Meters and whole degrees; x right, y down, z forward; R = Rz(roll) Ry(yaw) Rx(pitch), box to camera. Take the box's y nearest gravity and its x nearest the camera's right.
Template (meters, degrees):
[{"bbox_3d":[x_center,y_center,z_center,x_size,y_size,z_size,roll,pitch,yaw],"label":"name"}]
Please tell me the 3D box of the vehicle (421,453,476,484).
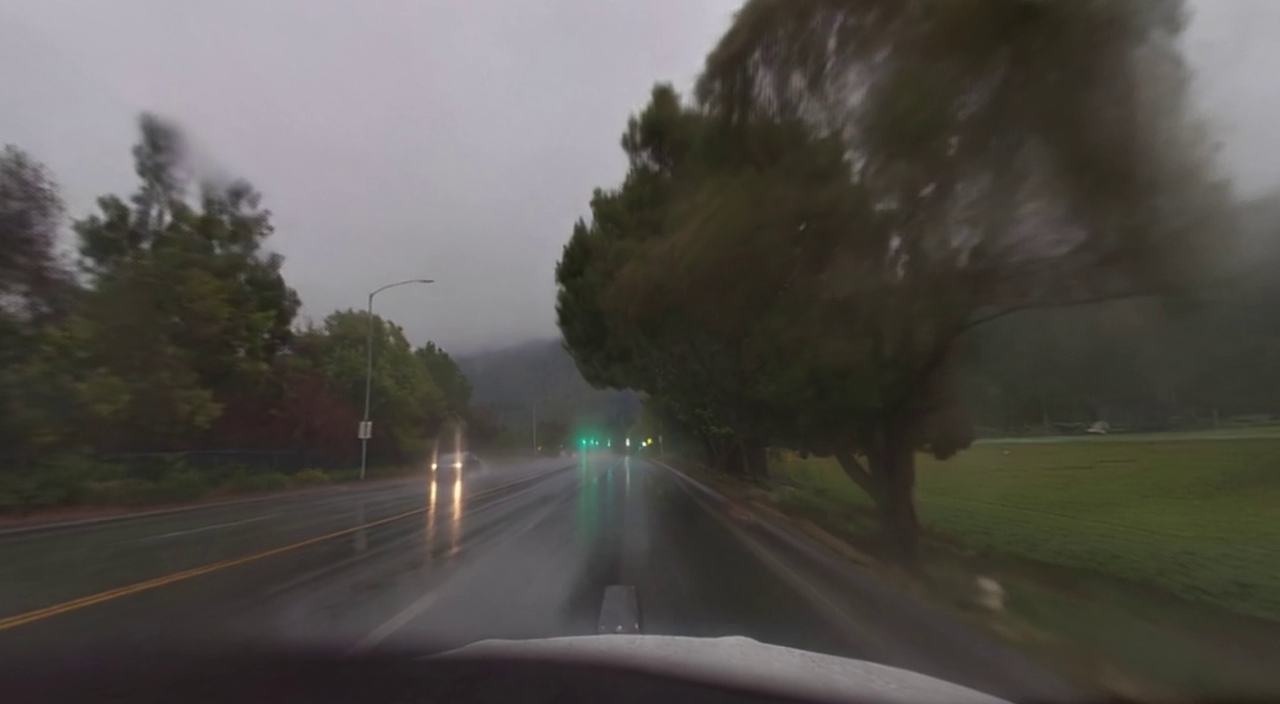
[{"bbox_3d":[-10.091,6.160,33.441,1.766,1.473,3.795,-1,-9,-1],"label":"vehicle"}]
